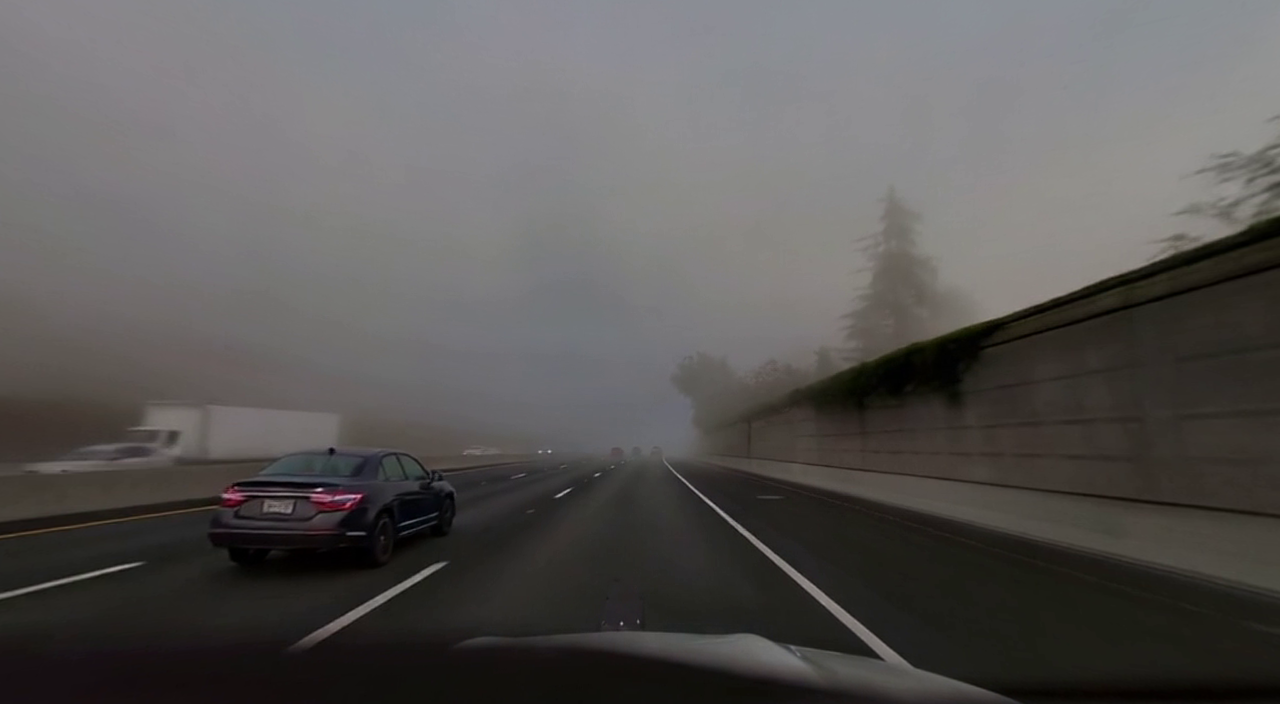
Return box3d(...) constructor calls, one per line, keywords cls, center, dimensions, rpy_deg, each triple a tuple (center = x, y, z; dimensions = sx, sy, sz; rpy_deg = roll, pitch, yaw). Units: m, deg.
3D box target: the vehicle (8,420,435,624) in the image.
box3d(cls="vehicle", center=(-3.699, 1.535, 6.478), dimensions=(1.991, 1.507, 3.391), rpy_deg=(0, -9, 1))
